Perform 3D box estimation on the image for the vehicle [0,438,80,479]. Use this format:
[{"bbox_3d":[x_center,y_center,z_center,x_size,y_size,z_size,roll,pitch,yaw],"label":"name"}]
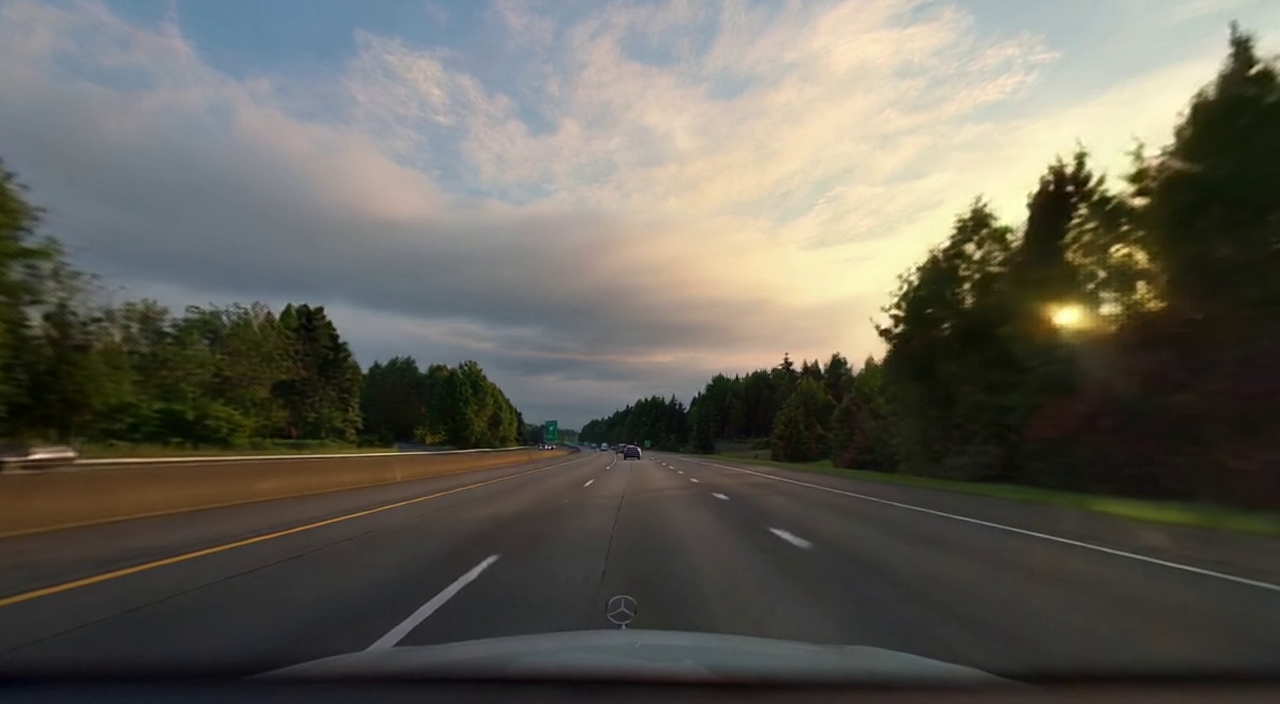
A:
[{"bbox_3d":[-24.300,4.057,24.076,1.985,1.458,4.373,1,-9,-5],"label":"vehicle"}]
